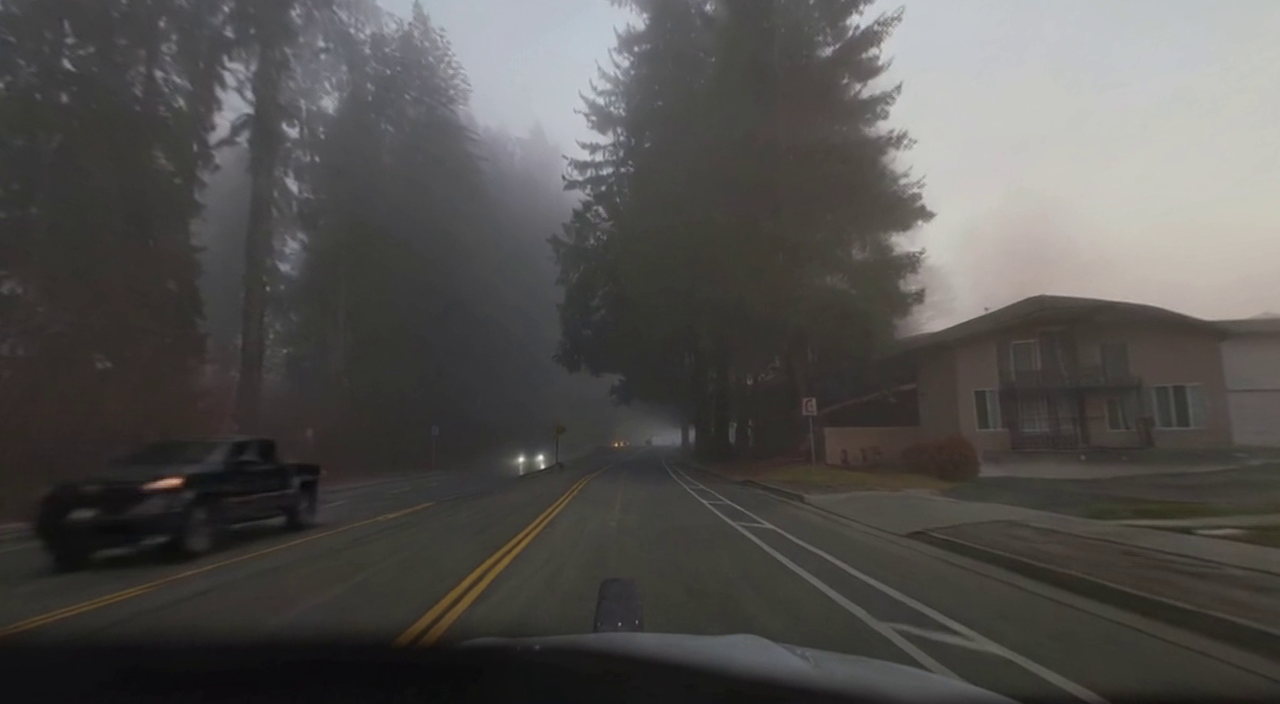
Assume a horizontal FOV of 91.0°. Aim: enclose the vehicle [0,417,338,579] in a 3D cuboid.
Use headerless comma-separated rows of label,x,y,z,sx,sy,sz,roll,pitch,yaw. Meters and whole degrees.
vehicle,-6.967,2.112,10.035,2.063,1.859,4.812,-2,-8,-2
